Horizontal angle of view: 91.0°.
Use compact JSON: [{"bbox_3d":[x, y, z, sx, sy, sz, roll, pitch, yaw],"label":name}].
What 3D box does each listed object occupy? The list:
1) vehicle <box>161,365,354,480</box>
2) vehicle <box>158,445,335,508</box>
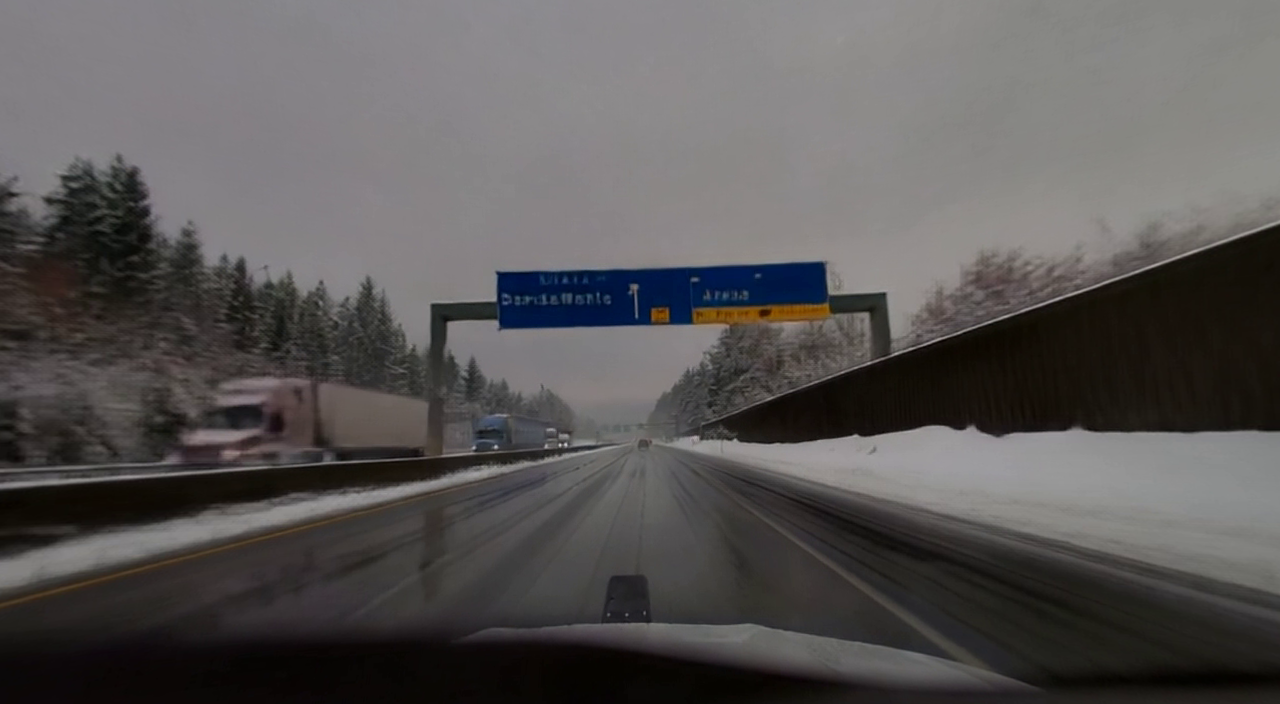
[{"bbox_3d":[-15.053,2.986,25.688,3.079,4.002,7.219,1,-8,1],"label":"vehicle"},{"bbox_3d":[-10.505,3.305,17.306,1.897,1.452,4.508,0,-8,1],"label":"vehicle"}]
